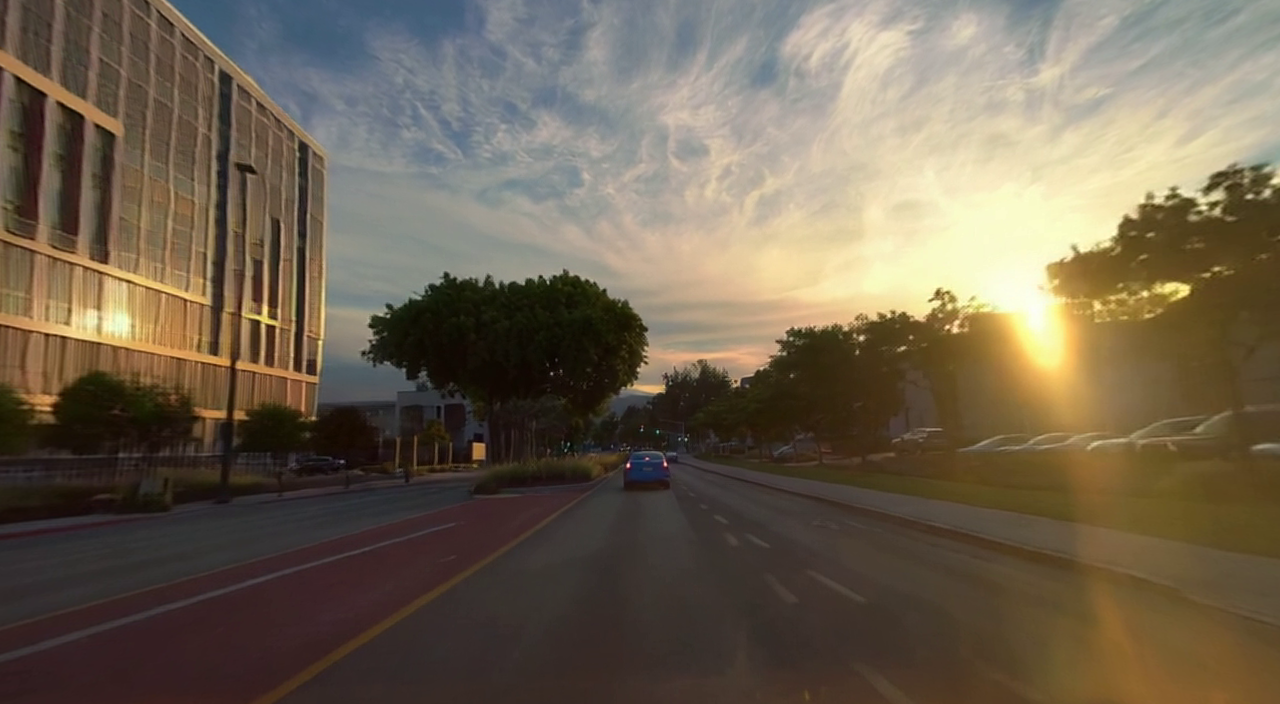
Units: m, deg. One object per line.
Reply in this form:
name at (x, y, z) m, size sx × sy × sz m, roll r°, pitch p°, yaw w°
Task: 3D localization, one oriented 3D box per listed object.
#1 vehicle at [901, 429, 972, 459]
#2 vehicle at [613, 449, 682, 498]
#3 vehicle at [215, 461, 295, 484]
vehicle at (15.636, 4.927, 33.447) m, size 1.979 × 1.460 × 3.848 m, roll -1°, pitch -10°, yaw 2°
vehicle at (0.219, 3.968, 21.014) m, size 2.063 × 1.442 × 4.135 m, roll 0°, pitch -9°, yaw 0°
vehicle at (-30.030, 9.385, 49.198) m, size 4.962 × 1.561 × 1.997 m, roll 7°, pitch -11°, yaw -39°
